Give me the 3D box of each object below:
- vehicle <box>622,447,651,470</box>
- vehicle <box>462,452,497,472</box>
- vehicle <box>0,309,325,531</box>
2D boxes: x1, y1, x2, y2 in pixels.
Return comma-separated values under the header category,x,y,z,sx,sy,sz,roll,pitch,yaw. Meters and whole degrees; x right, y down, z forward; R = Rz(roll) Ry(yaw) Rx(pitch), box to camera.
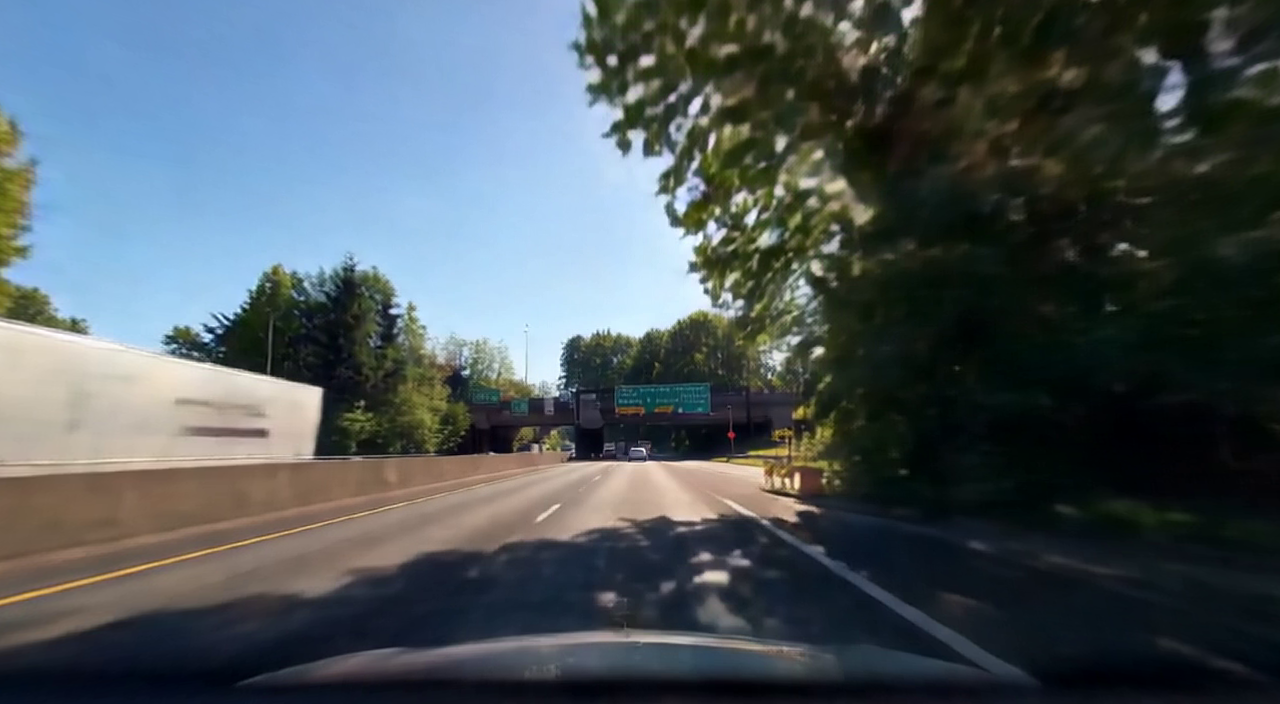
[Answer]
category,x,y,z,sx,sy,sz,roll,pitch,yaw
vehicle,-0.180,7.121,42.329,1.860,1.473,3.689,0,-9,1
vehicle,-12.303,8.461,48.504,1.764,1.417,3.582,0,-9,0
vehicle,-12.714,1.785,14.899,2.883,3.879,14.701,0,-9,0
